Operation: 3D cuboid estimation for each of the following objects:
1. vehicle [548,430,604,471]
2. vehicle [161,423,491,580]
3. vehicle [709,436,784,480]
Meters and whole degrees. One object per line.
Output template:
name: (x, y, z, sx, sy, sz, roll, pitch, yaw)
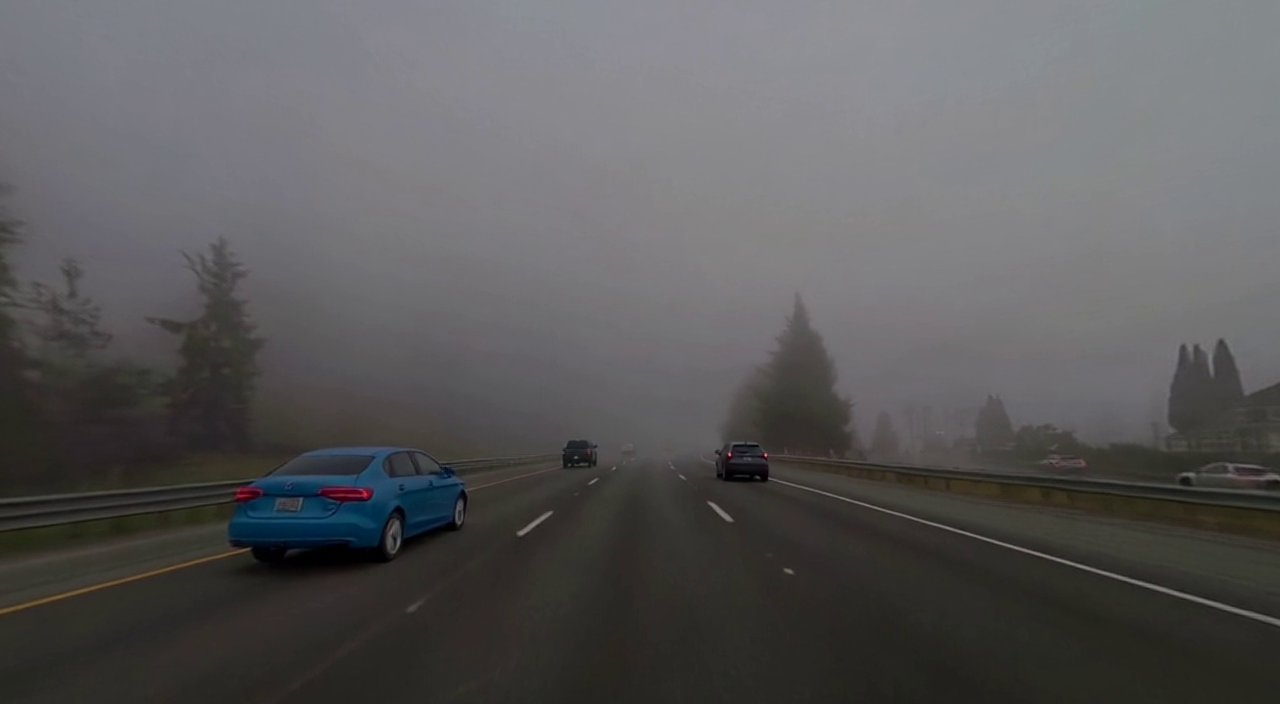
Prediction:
vehicle: (-3.071, 4.856, 31.209, 2.122, 1.847, 4.696, 0, -8, 2)
vehicle: (-3.521, 1.748, 8.261, 1.948, 1.475, 4.461, 0, -8, 1)
vehicle: (3.860, 3.950, 23.680, 2.100, 1.472, 4.533, 0, -8, 1)
